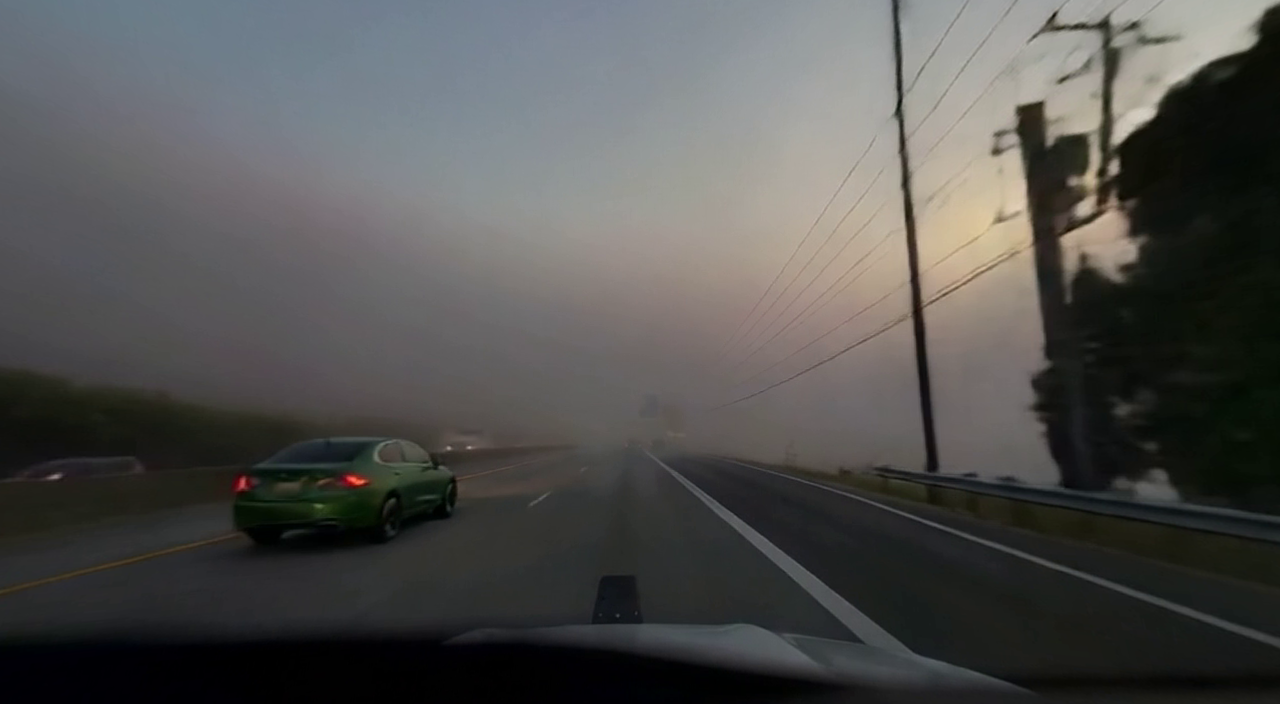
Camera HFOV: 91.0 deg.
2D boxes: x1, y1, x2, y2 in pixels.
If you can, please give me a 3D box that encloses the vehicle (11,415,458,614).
[{"bbox_3d":[-3.882,1.614,7.412,2.016,1.543,4.870,0,-8,0],"label":"vehicle"}]
